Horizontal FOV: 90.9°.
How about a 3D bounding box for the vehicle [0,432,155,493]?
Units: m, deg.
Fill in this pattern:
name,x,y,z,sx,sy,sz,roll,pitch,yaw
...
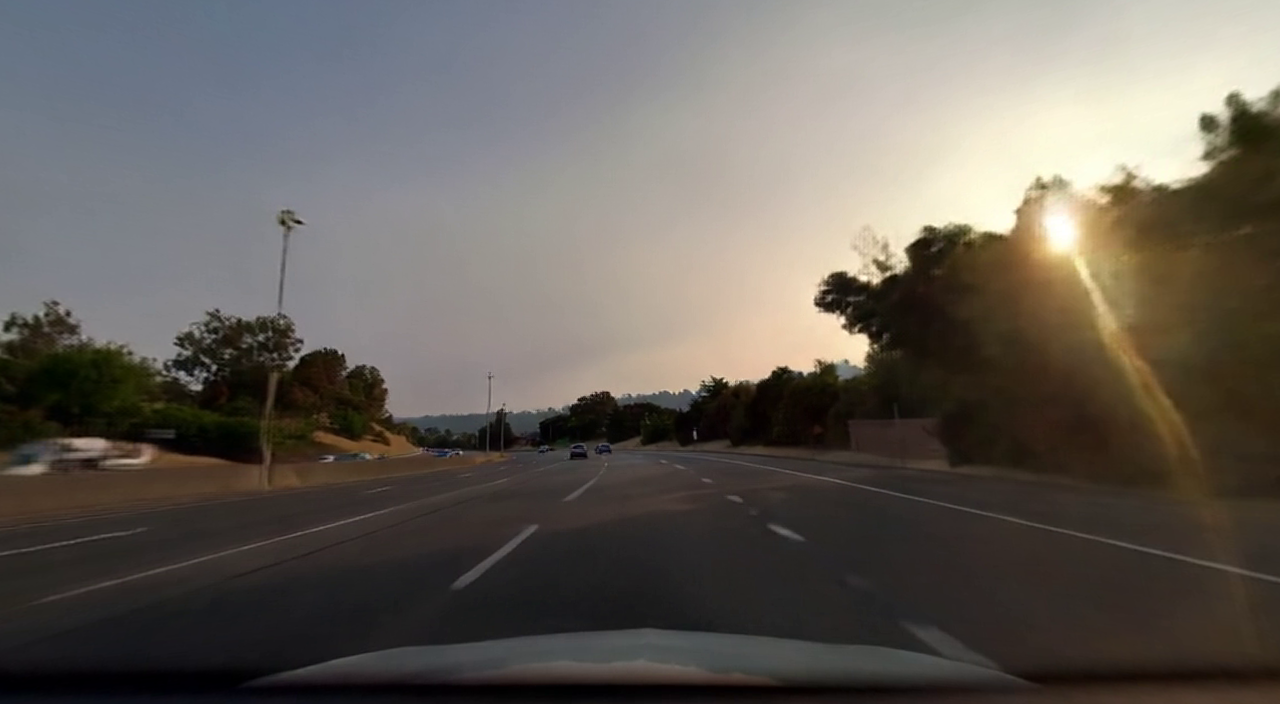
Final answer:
name,x,y,z,sx,sy,sz,roll,pitch,yaw
vehicle,-33.092,6.257,36.507,2.948,3.055,9.494,0,-8,-4
